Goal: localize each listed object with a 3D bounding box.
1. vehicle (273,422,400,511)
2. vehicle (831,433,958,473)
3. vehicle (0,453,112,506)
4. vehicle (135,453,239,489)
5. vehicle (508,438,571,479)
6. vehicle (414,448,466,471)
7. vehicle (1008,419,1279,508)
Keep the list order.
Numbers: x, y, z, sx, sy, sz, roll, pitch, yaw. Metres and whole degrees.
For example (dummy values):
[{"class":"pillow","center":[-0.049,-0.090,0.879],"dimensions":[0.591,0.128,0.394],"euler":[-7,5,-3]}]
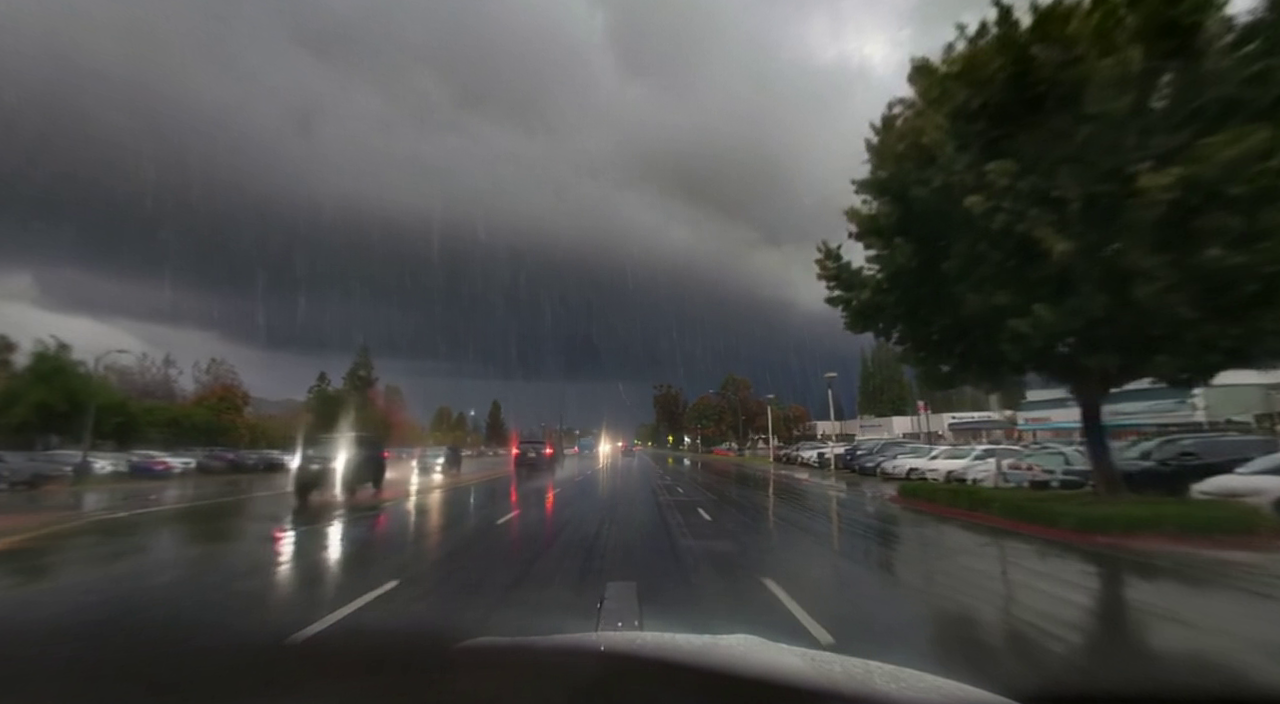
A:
[{"class":"vehicle","center":[-7.672,2.924,16.552],"dimensions":[2.123,1.864,5.553],"euler":[1,-9,-17]},{"class":"vehicle","center":[12.308,4.932,30.889],"dimensions":[5.426,1.811,2.193],"euler":[-2,-9,15]},{"class":"vehicle","center":[-23.495,4.859,24.438],"dimensions":[1.953,1.789,4.591],"euler":[0,-9,-1]},{"class":"vehicle","center":[-23.368,6.116,32.744],"dimensions":[1.938,1.691,4.696],"euler":[0,-9,-1]},{"class":"vehicle","center":[-4.375,4.724,28.073],"dimensions":[2.109,1.672,4.256],"euler":[0,-9,0]},{"class":"vehicle","center":[-13.356,7.195,42.370],"dimensions":[1.955,1.496,4.661],"euler":[0,-9,0]},{"class":"vehicle","center":[12.164,2.616,15.116],"dimensions":[5.519,1.836,2.138],"euler":[-5,-10,32]}]
